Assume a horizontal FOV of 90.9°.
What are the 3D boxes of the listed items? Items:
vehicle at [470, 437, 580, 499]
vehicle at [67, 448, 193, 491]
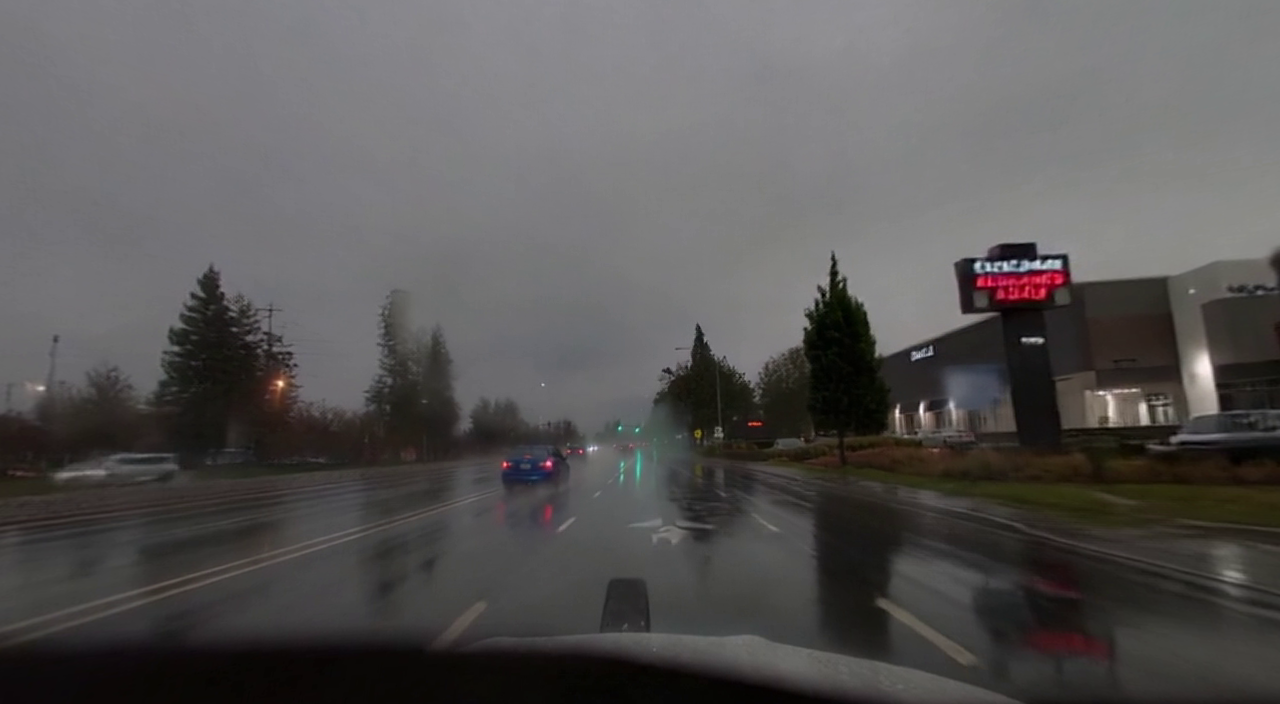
[{"bbox_3d":[-3.050,3.181,17.732,2.152,1.479,4.394,0,-8,2],"label":"vehicle"},{"bbox_3d":[-25.105,5.749,31.308,2.099,1.906,4.891,0,-8,1],"label":"vehicle"}]
